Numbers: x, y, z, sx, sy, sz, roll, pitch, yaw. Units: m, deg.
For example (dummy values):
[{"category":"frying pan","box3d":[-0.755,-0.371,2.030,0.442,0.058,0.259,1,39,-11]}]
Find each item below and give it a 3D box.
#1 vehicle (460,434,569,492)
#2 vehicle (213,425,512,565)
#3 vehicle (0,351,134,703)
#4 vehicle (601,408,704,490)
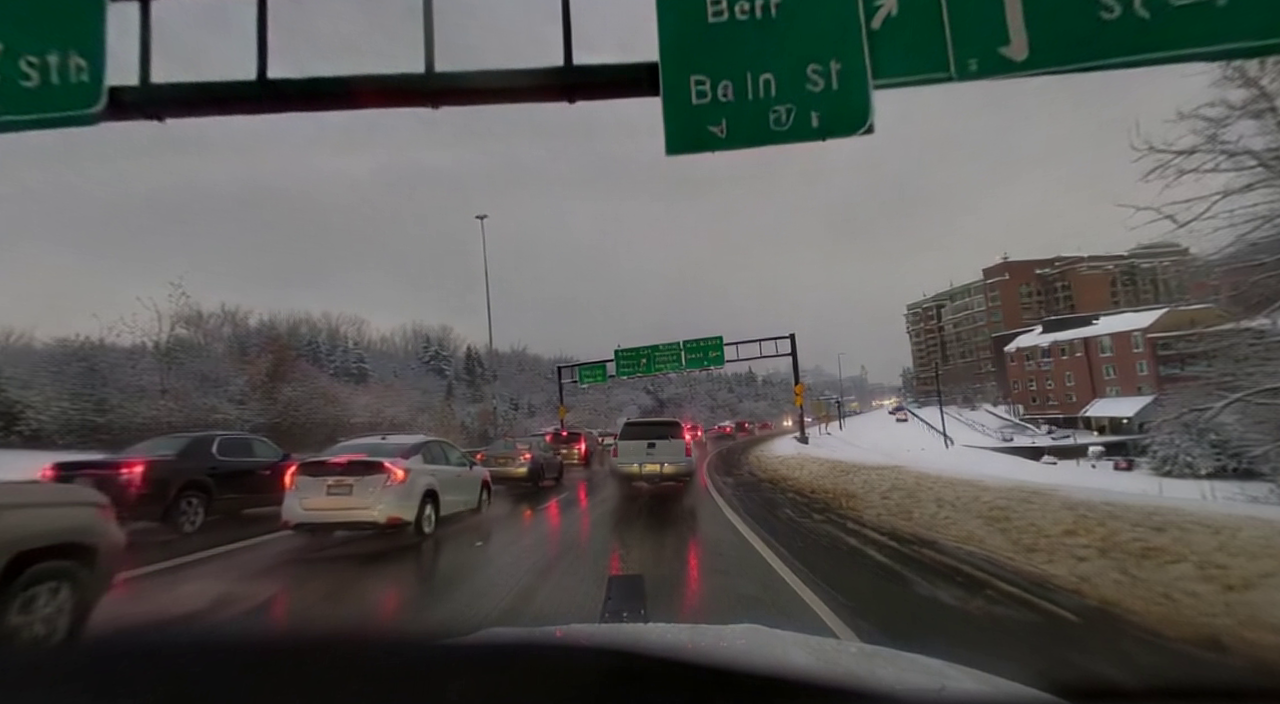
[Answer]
[{"category":"vehicle","box3d":[-3.519,3.206,18.579,2.087,1.481,4.225,-1,-9,4]},{"category":"vehicle","box3d":[-3.508,1.918,9.358,1.998,1.494,5.020,0,-8,2]},{"category":"vehicle","box3d":[-4.270,0.741,1.984,1.850,1.862,4.150,0,-8,0]},{"category":"vehicle","box3d":[0.441,2.916,19.046,2.616,2.063,5.933,0,-9,3]}]
